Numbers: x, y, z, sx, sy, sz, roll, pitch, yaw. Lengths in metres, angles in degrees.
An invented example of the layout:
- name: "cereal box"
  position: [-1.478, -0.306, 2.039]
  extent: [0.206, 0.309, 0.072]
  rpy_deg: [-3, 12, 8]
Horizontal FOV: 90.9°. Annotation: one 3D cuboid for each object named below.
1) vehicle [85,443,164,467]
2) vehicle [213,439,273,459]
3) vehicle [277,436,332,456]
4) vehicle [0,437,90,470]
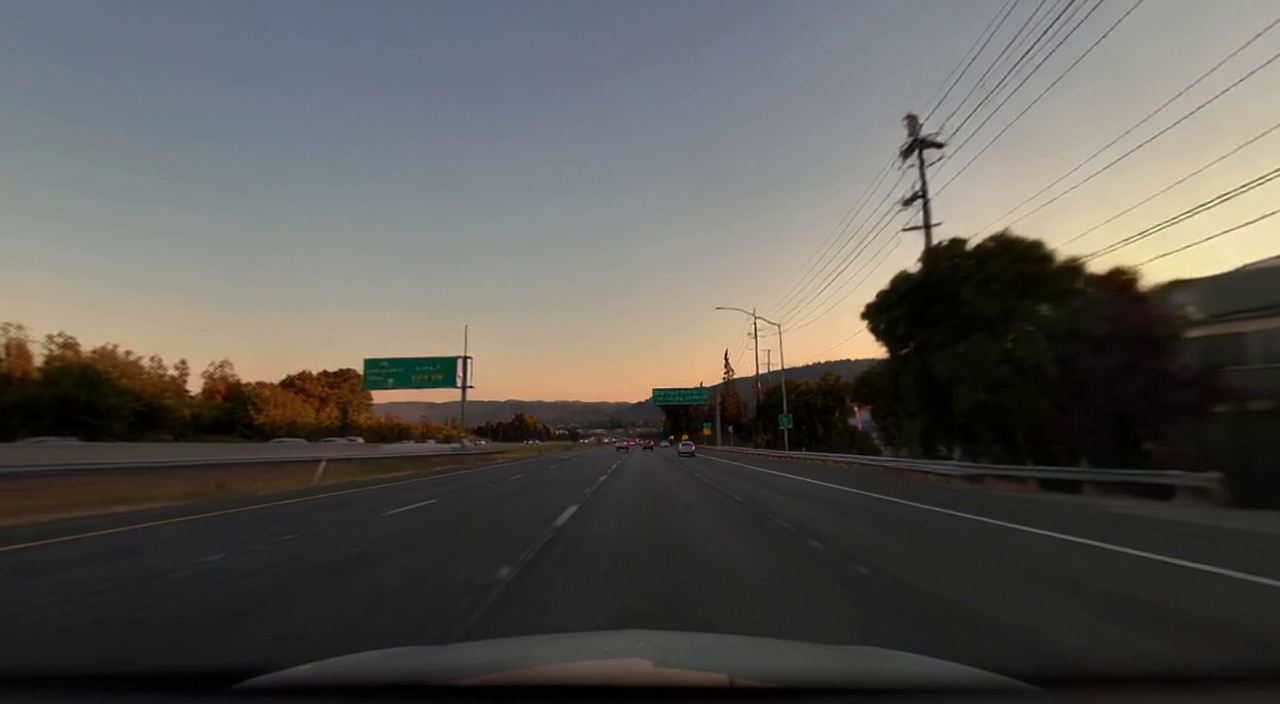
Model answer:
- name: "vehicle"
  position: [-33.630, 6.728, 41.301]
  extent: [1.698, 1.446, 4.073]
  rpy_deg: [0, -8, 0]
- name: "vehicle"
  position: [-30.213, 7.402, 48.167]
  extent: [1.720, 1.480, 4.413]
  rpy_deg: [0, -8, -1]
- name: "vehicle"
  position: [-26.119, 7.358, 49.253]
  extent: [1.862, 1.458, 4.453]
  rpy_deg: [0, -8, 0]
- name: "vehicle"
  position: [-30.280, 5.026, 31.391]
  extent: [1.777, 1.476, 4.493]
  rpy_deg: [0, -8, 0]
